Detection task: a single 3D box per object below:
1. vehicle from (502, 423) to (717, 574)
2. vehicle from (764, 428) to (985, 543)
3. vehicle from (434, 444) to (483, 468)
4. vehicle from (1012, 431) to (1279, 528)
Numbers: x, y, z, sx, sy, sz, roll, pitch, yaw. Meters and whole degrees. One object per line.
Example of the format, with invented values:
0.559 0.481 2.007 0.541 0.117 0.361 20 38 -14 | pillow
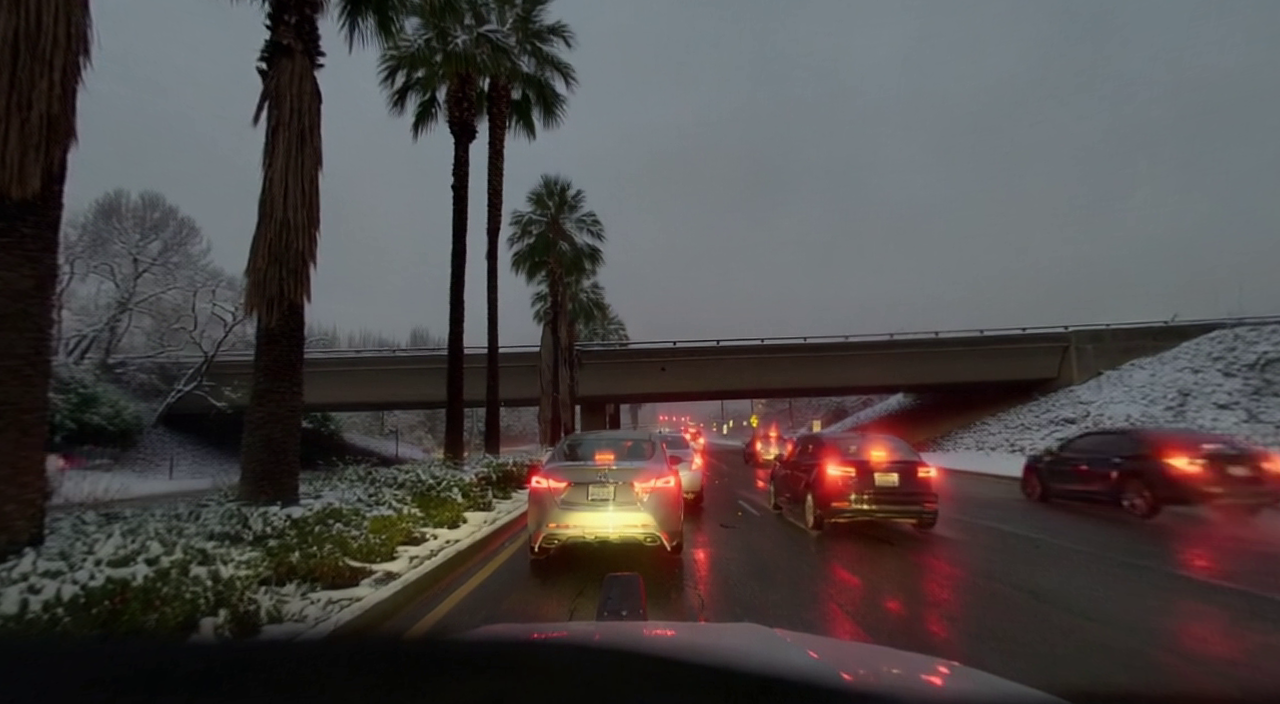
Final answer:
-0.248 1.779 8.413 2.172 1.506 4.018 0 -9 2 | vehicle
3.624 2.151 10.875 2.034 1.517 4.840 0 -9 1 | vehicle
-12.317 7.062 42.867 1.933 1.486 4.449 0 -9 1 | vehicle
9.536 2.306 12.044 2.100 1.469 4.772 -1 -9 4 | vehicle
